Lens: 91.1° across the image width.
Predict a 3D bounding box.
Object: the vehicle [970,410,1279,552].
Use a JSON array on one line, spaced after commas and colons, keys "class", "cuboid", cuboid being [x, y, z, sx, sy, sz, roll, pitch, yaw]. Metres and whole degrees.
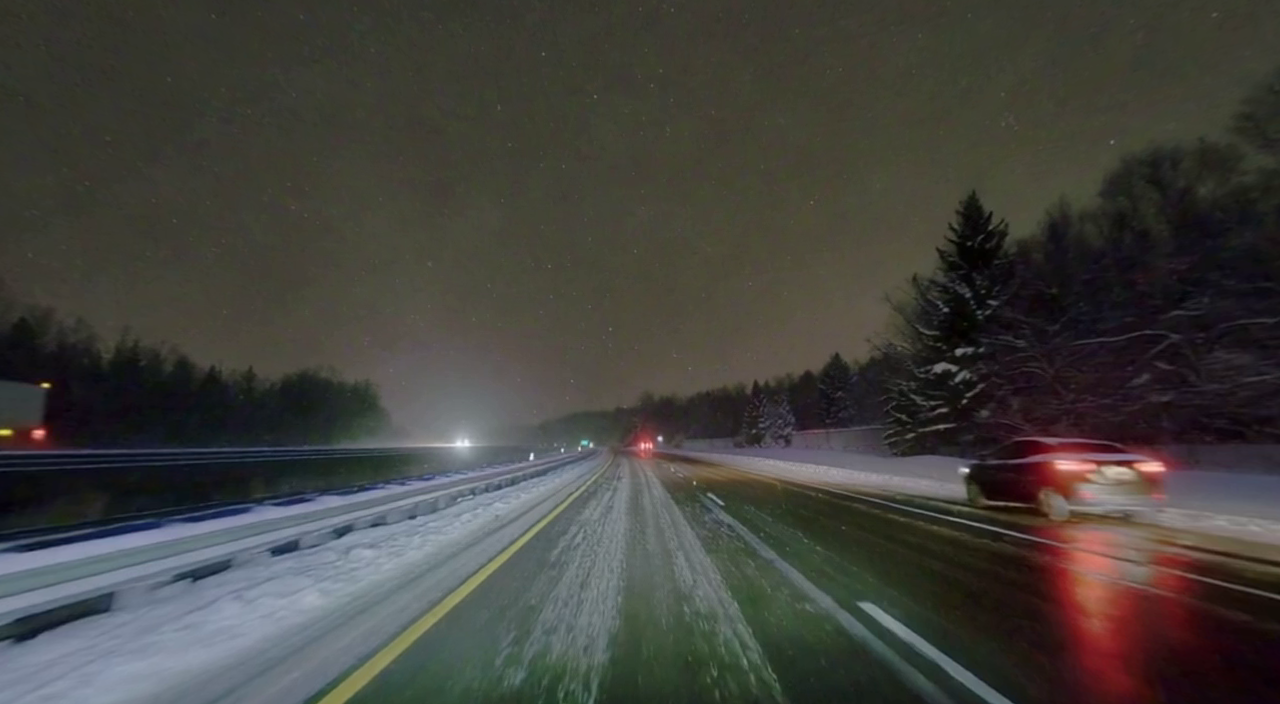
[{"class": "vehicle", "cuboid": [7.700, 1.880, 9.927, 2.025, 1.649, 5.075, 0, -8, -2]}]
